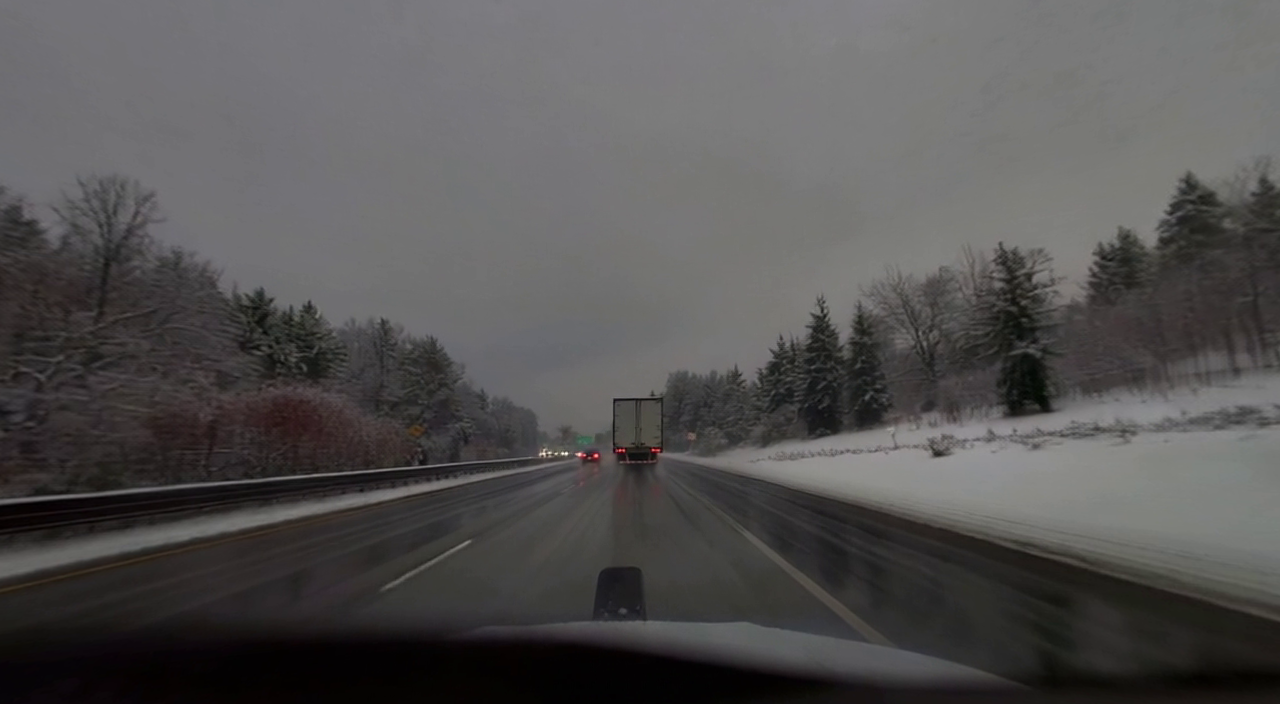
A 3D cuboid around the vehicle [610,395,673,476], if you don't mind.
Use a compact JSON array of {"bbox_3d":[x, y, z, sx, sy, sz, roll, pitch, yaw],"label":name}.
[{"bbox_3d":[0.085,4.711,34.647,2.959,3.828,9.617,0,-9,0],"label":"vehicle"}]
